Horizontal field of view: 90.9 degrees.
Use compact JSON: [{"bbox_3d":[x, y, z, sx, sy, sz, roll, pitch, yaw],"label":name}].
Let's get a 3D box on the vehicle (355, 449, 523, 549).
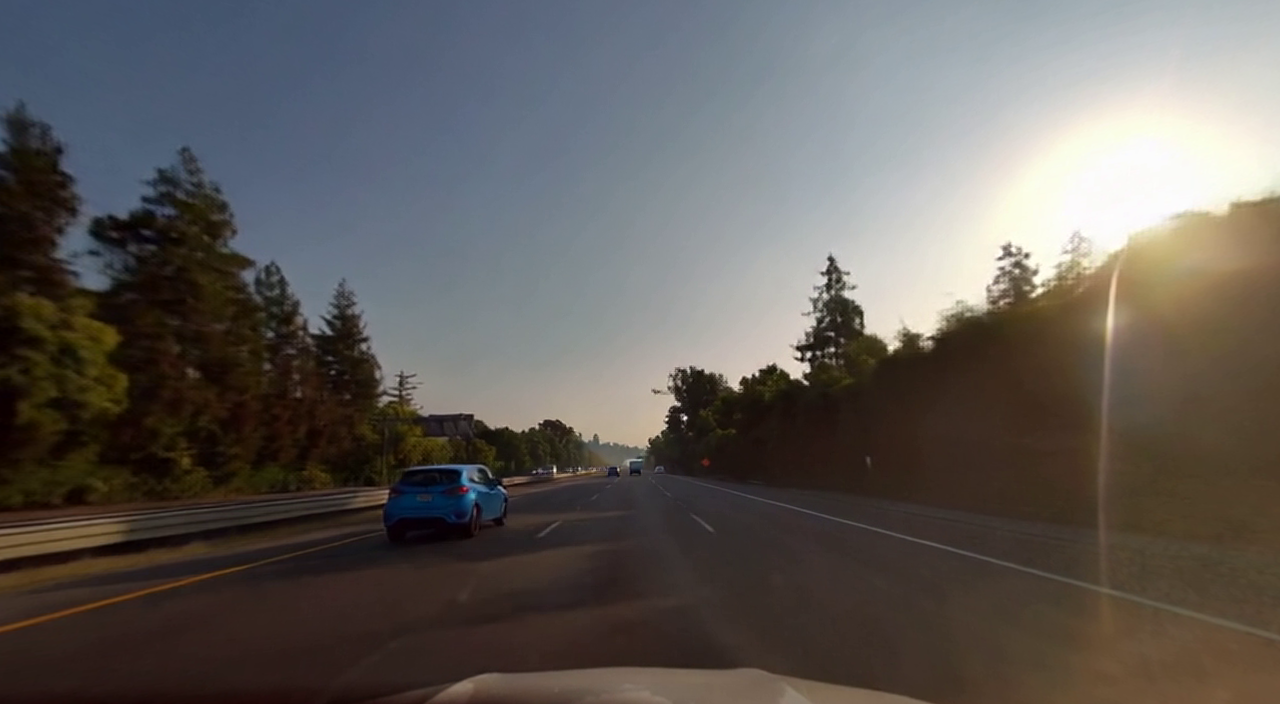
[{"bbox_3d":[-3.536,2.683,11.987,1.797,1.532,4.072,1,-10,1],"label":"vehicle"}]
